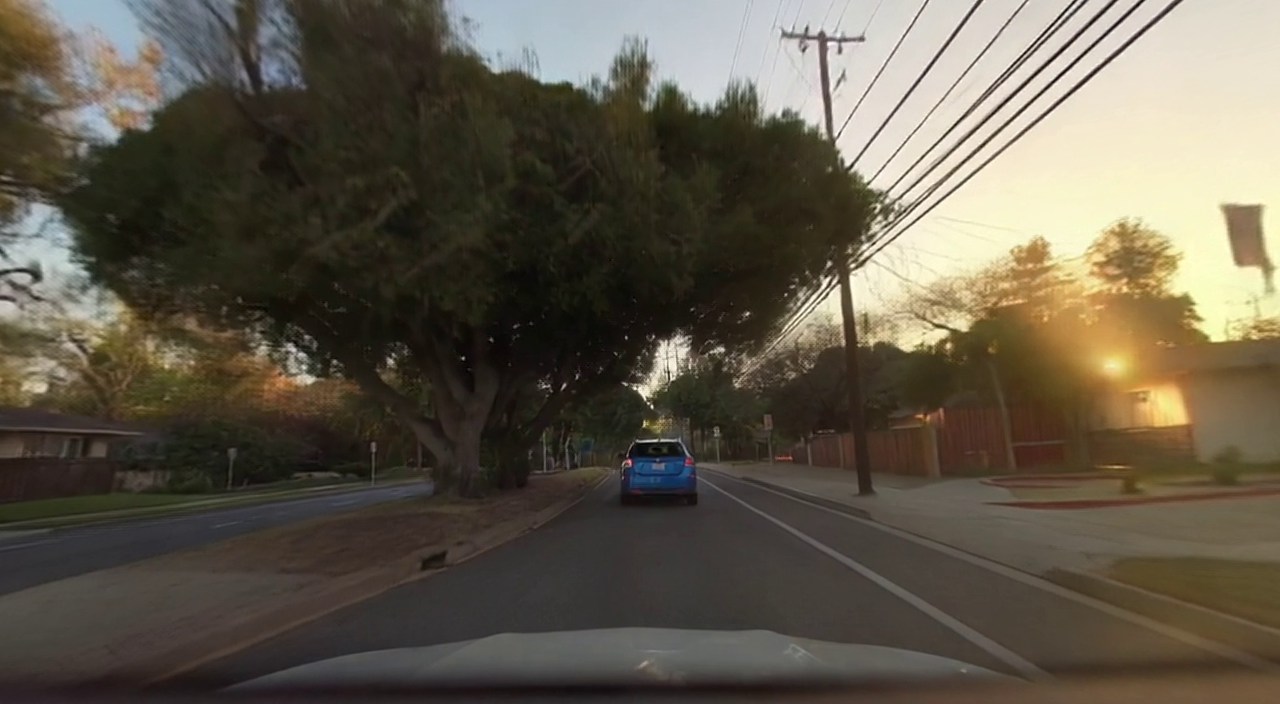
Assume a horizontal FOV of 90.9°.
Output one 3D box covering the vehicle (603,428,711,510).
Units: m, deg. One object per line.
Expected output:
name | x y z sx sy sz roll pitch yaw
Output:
vehicle | 0.361 2.709 15.073 2.200 1.653 4.127 0 -8 0
